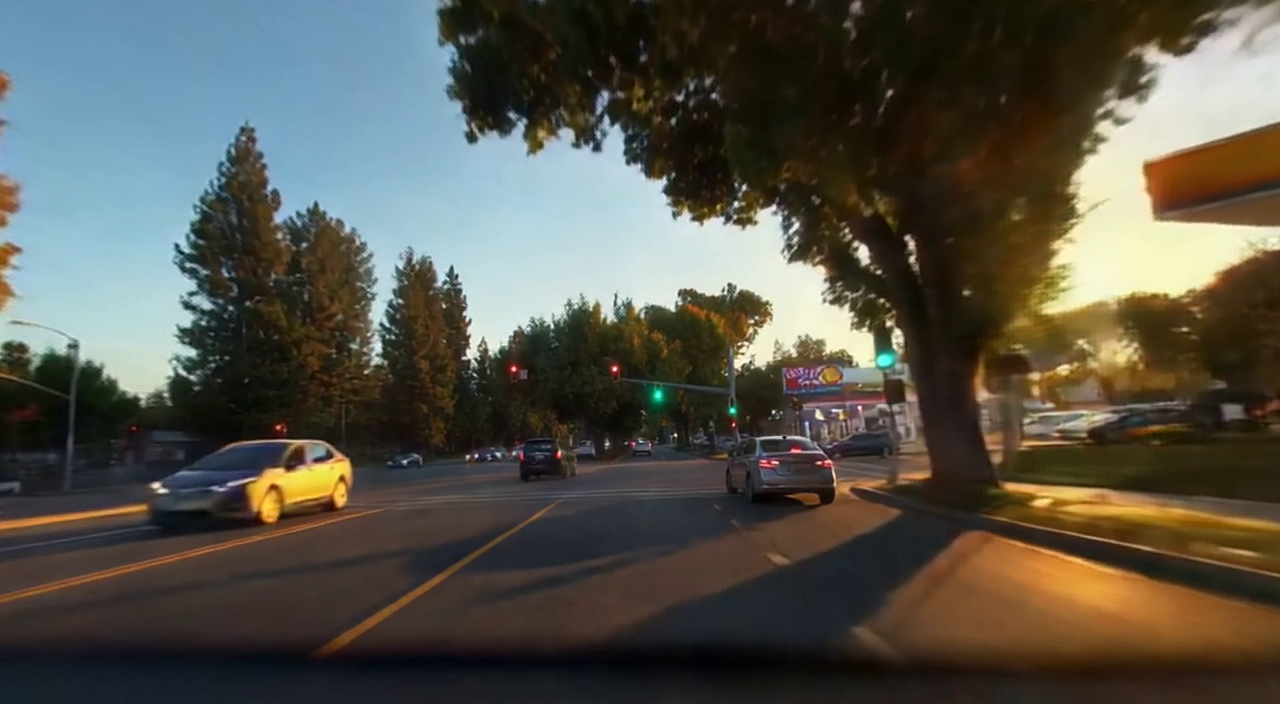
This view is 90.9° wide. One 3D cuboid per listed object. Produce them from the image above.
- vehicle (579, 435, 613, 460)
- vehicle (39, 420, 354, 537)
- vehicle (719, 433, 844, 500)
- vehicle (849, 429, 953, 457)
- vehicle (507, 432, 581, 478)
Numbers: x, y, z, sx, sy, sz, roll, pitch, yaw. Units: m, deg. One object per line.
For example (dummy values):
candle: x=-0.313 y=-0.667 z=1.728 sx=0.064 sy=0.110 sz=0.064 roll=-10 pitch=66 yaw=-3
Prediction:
vehicle: x=-3.298 y=7.259 z=48.154 sx=2.126 sy=1.810 sz=4.414 roll=0 pitch=-8 yaw=2
vehicle: x=-7.882 y=2.296 z=12.176 sx=2.224 sy=1.747 sz=5.274 roll=0 pitch=-8 yaw=0
vehicle: x=3.437 y=2.894 z=16.381 sx=2.095 sy=1.475 sz=4.686 roll=0 pitch=-8 yaw=-1
vehicle: x=14.422 y=5.047 z=34.992 sx=4.776 sy=1.486 sz=2.138 roll=1 pitch=-9 yaw=-5
vehicle: x=-3.799 y=4.191 z=25.875 sx=2.250 sy=1.713 sz=4.422 roll=0 pitch=-8 yaw=1
